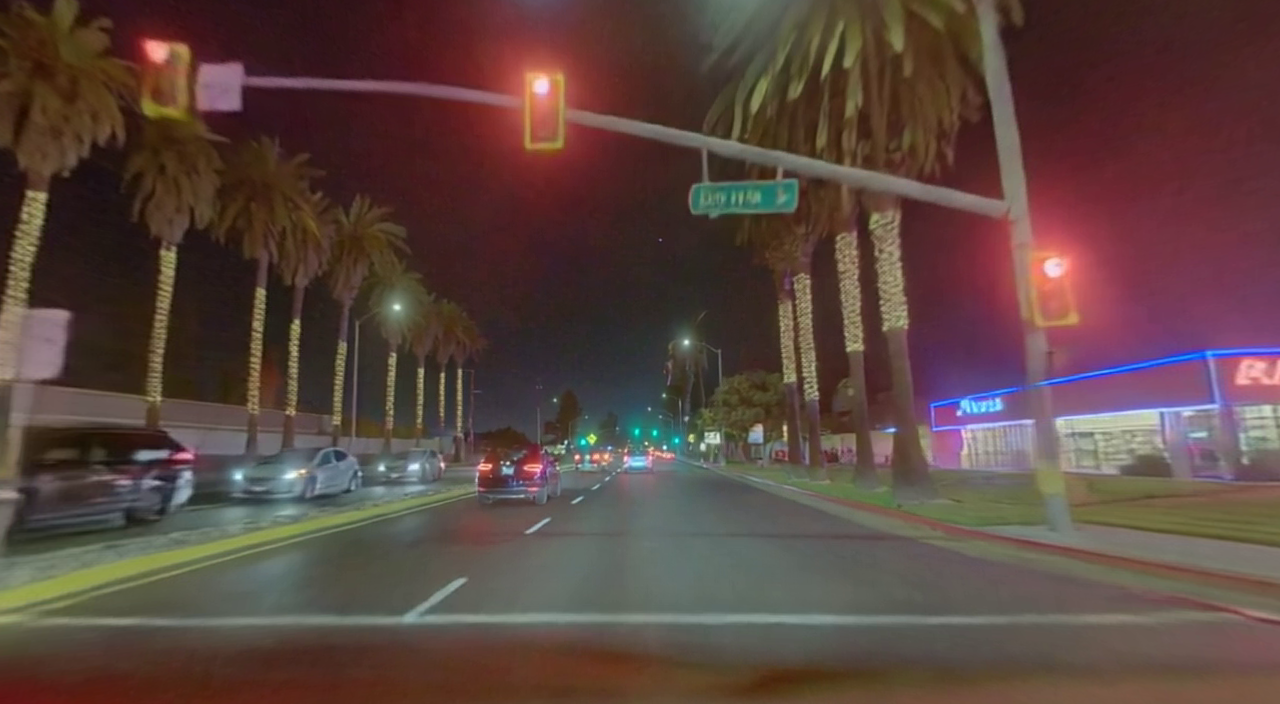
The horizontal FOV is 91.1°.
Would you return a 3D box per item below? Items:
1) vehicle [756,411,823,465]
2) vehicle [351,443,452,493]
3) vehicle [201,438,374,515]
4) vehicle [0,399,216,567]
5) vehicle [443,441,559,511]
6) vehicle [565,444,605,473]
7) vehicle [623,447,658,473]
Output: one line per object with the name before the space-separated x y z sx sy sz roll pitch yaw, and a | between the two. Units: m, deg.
vehicle | 10.197 6.008 43.799 2.878 3.388 8.331 -1 -8 2
vehicle | -8.438 4.115 22.714 1.928 1.532 4.533 -2 -9 0
vehicle | -8.412 2.975 15.504 1.893 1.576 4.075 -2 -9 0
vehicle | -8.483 1.720 8.418 2.058 1.929 5.123 -1 -9 -1
vehicle | -3.347 3.076 16.106 1.904 1.513 4.410 0 -9 1
vehicle | -3.231 6.327 37.480 1.979 1.634 3.957 0 -9 0
vehicle | 0.016 6.666 39.056 2.094 1.496 4.070 0 -9 0
